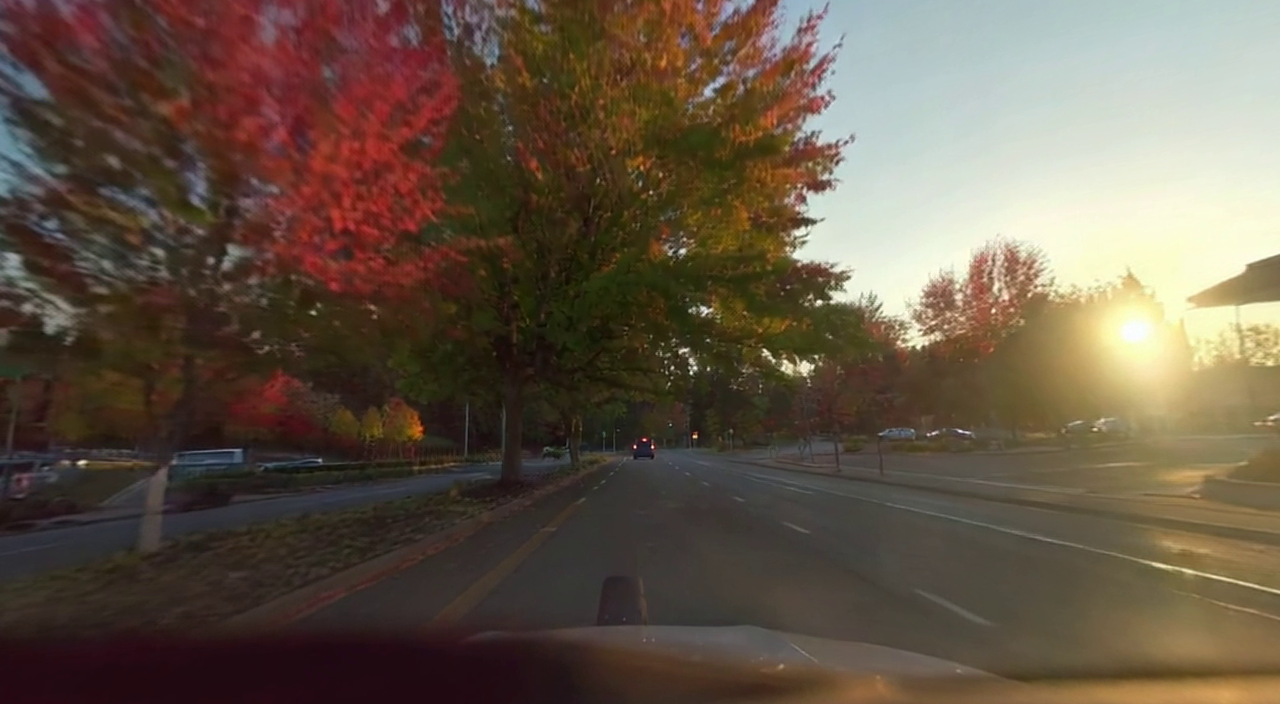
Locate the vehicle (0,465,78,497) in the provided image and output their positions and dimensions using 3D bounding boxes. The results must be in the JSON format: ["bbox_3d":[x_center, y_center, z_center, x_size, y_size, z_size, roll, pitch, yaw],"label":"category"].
[{"bbox_3d":[-34.115,7.155,35.191,1.784,1.536,3.893,0,-8,3],"label":"vehicle"}]
